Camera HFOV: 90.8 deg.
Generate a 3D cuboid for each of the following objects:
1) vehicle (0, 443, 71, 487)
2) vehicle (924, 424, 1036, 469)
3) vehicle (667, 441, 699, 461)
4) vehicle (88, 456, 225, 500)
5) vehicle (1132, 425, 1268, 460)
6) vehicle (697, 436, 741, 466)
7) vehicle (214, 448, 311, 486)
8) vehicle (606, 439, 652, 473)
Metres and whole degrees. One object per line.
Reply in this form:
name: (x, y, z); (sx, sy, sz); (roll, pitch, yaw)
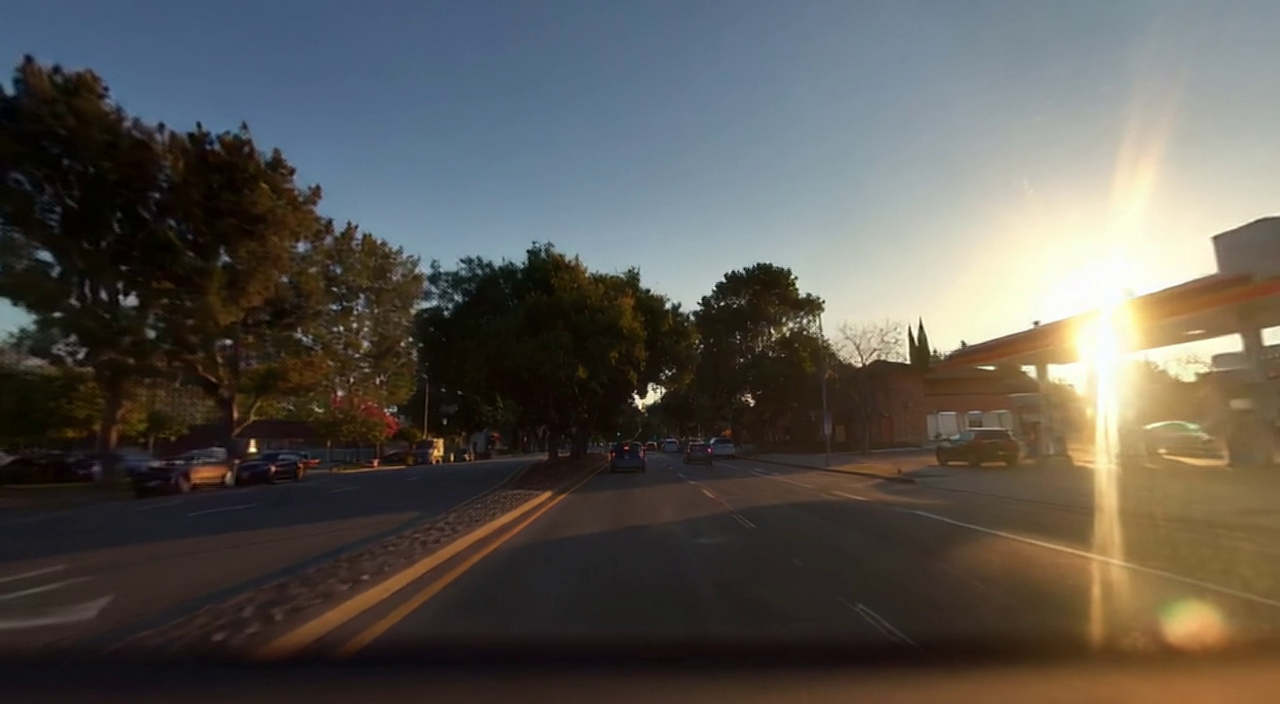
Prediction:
vehicle: (-31.810, 5.638, 31.632); (4.384, 2.079, 2.066); (0, -9, -3)
vehicle: (15.335, 4.300, 28.877); (2.368, 1.868, 4.724); (0, -8, -1)
vehicle: (3.256, 7.651, 48.994); (2.124, 1.476, 4.730); (0, -8, 0)
vehicle: (-18.806, 4.881, 24.892); (1.797, 1.461, 4.536); (0, -9, 0)
vehicle: (25.686, 4.214, 29.261); (2.045, 1.478, 4.685); (0, -8, 0)
vehicle: (5.159, 6.330, 40.582); (2.117, 1.757, 4.969); (-2, -9, 15)
vehicle: (-18.816, 5.712, 31.780); (2.004, 1.758, 4.594); (0, -8, 0)
vehicle: (-0.496, 4.882, 29.812); (2.052, 1.488, 3.779); (0, -8, 0)
